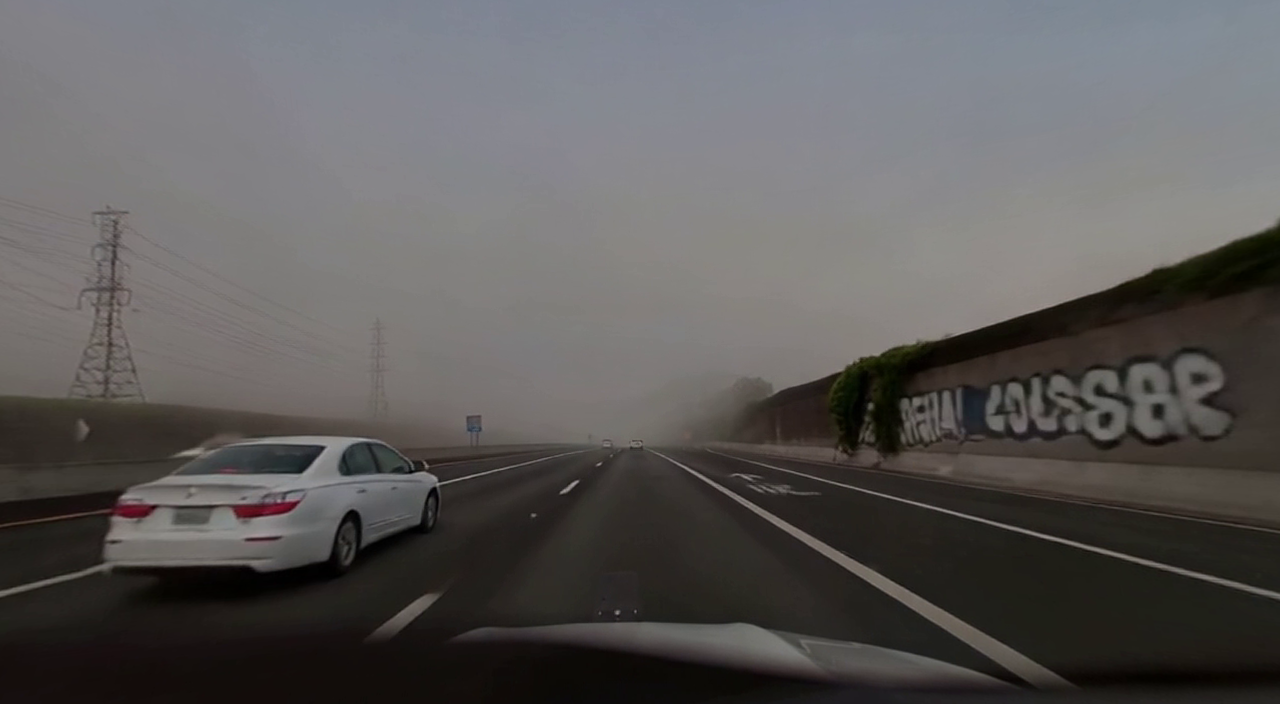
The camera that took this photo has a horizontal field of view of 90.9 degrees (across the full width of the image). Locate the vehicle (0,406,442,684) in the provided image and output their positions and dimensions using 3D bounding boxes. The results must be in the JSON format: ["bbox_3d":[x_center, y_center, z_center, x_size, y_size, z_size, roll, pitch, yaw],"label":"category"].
[{"bbox_3d":[-3.639,1.387,5.960,2.000,1.513,4.901,0,-8,-1],"label":"vehicle"}]
